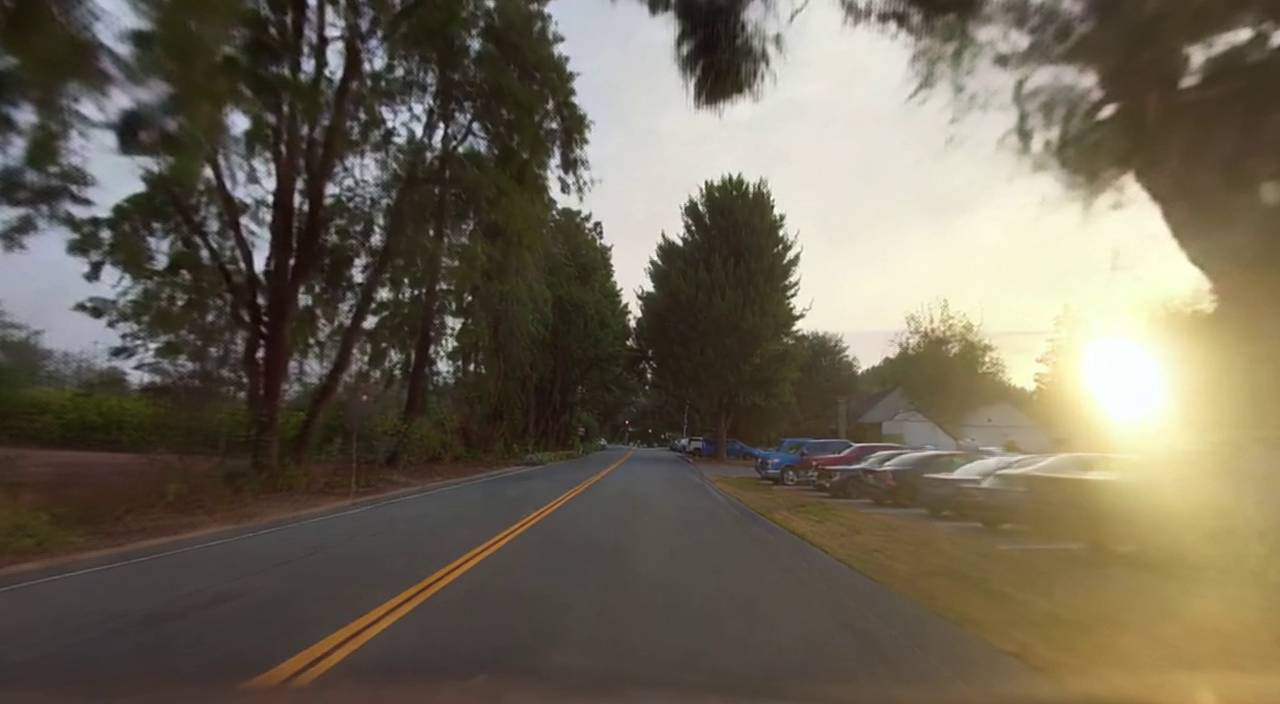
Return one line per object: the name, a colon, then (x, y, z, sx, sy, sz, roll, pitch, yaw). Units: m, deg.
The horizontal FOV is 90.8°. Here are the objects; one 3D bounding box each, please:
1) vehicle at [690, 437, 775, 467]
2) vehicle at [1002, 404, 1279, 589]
vehicle: (6.663, 7.307, 46.177, 5.797, 2.070, 2.502, 0, -9, -1)
vehicle: (7.447, 1.705, 8.023, 4.475, 1.903, 2.184, 2, -3, -3)
